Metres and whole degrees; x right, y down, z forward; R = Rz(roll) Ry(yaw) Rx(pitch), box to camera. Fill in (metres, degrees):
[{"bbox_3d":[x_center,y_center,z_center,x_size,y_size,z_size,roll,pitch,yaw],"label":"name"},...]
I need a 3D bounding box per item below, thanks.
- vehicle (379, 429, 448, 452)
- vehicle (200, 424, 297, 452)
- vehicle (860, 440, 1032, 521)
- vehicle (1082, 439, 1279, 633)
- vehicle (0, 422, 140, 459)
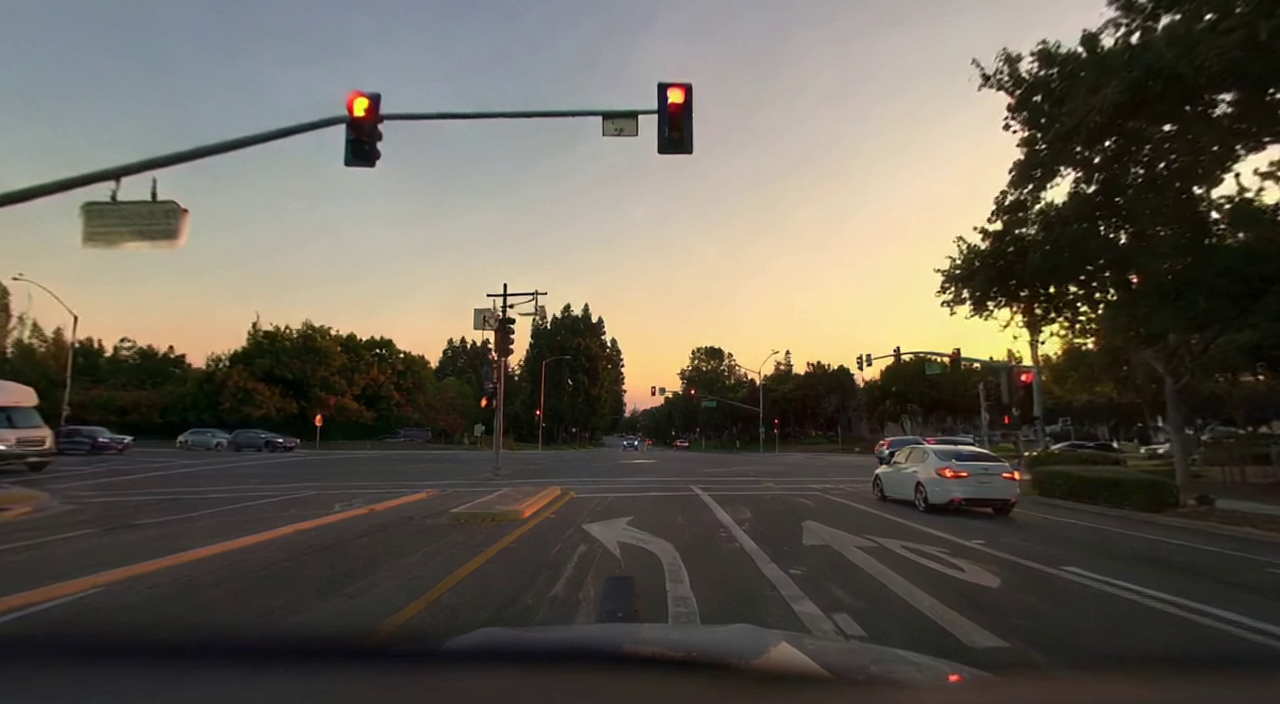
[{"bbox_3d":[-15.335,6.008,42.689,4.683,1.495,2.119,-7,-11,38],"label":"vehicle"},{"bbox_3d":[-22.820,5.074,37.007,4.331,1.544,1.896,2,-9,-15],"label":"vehicle"},{"bbox_3d":[6.458,2.719,13.933,1.815,1.417,4.125,3,-9,1],"label":"vehicle"},{"bbox_3d":[5.873,1.365,4.504,2.026,1.458,4.784,1,-9,1],"label":"vehicle"},{"bbox_3d":[-23.924,3.723,26.460,4.162,1.449,1.814,2,-9,-11],"label":"vehicle"}]
